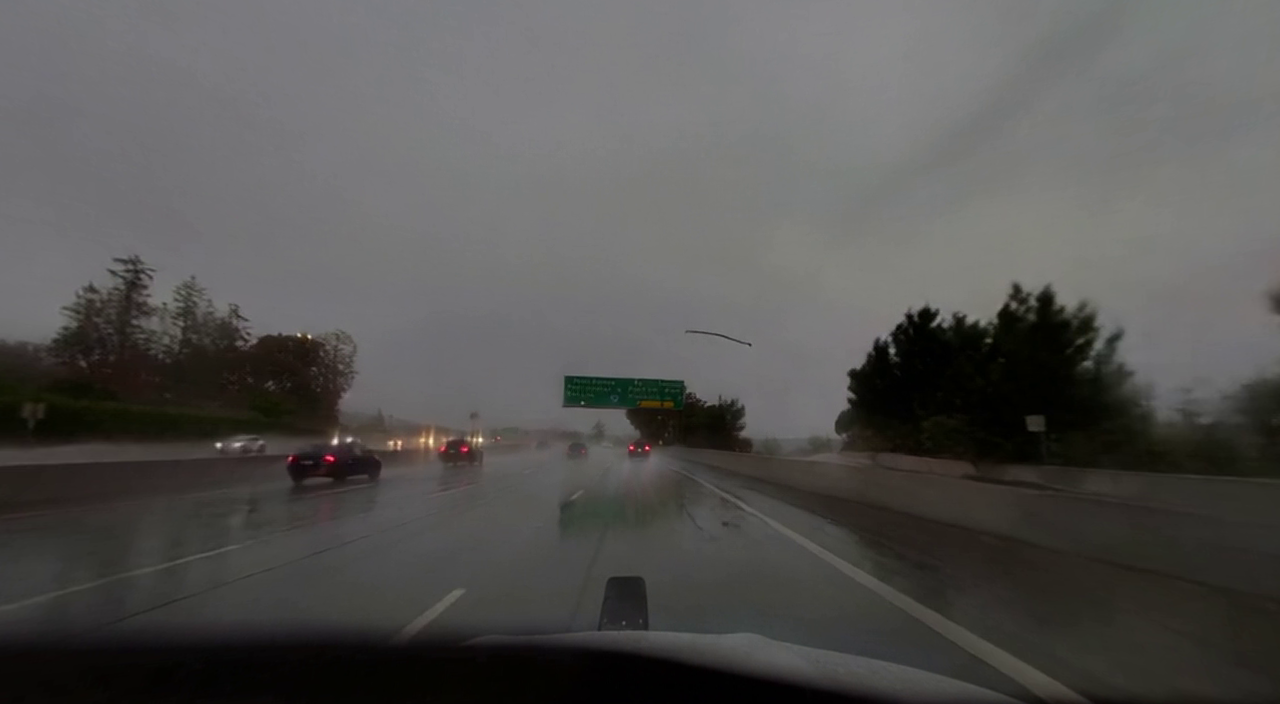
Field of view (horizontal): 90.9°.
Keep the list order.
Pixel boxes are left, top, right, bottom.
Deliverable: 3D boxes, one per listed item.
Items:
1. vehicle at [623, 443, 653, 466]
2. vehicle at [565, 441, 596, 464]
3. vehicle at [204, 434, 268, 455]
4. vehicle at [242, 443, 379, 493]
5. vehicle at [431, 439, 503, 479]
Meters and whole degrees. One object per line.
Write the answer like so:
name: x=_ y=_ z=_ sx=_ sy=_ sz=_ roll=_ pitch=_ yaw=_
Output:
vehicle: x=-0.157 y=6.682 z=41.250 sx=1.881 sy=1.460 sz=3.694 roll=0 pitch=-8 yaw=-2
vehicle: x=-4.407 y=7.543 z=47.422 sx=1.991 sy=1.610 sz=4.606 roll=0 pitch=-8 yaw=-1
vehicle: x=-30.121 y=6.929 z=47.162 sx=1.829 sy=1.494 sz=4.527 roll=0 pitch=-8 yaw=-1
vehicle: x=-10.902 y=3.835 z=21.392 sx=1.935 sy=1.474 sz=5.033 roll=0 pitch=-8 yaw=0
vehicle: x=-7.548 y=4.687 z=27.917 sx=2.086 sy=1.628 sz=4.039 roll=0 pitch=-8 yaw=-1
